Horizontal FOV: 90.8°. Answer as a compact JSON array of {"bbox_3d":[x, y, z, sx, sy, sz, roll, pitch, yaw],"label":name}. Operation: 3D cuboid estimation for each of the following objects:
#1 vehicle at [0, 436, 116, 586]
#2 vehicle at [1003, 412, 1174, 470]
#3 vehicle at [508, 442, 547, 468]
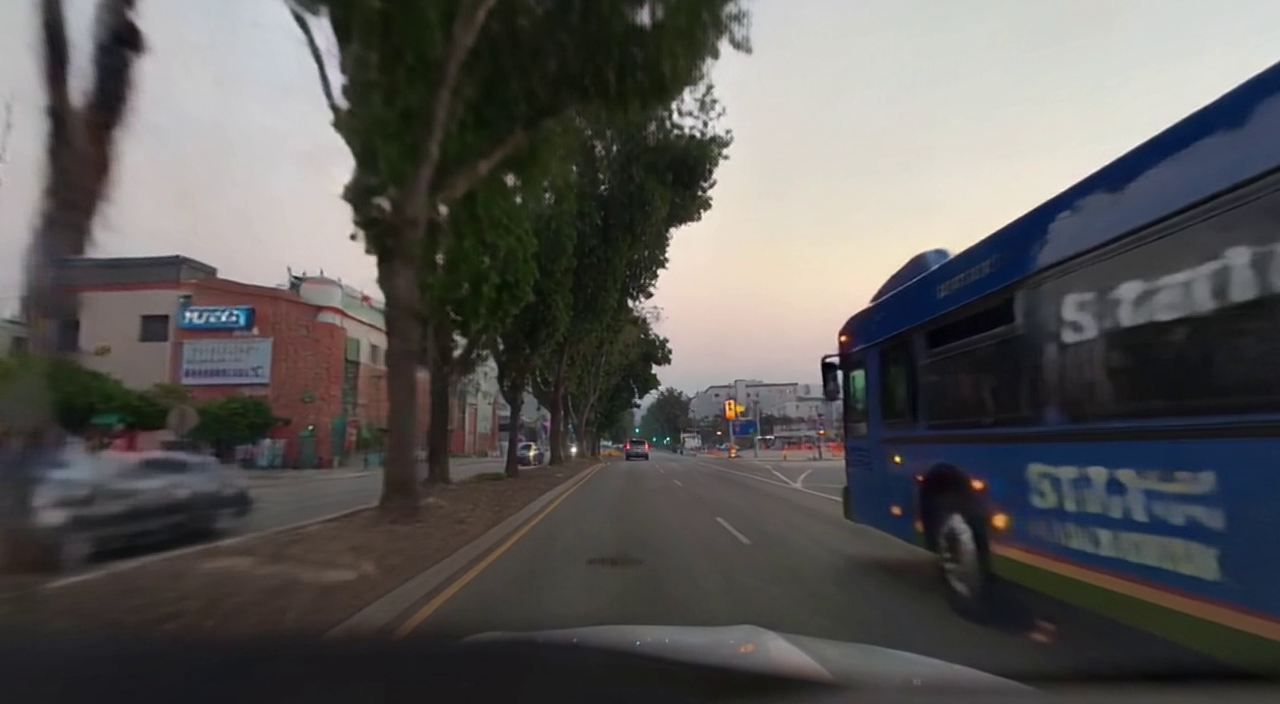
[{"bbox_3d":[-7.363,1.449,5.377,1.999,1.478,4.441,0,-9,-1],"label":"vehicle"},{"bbox_3d":[25.805,5.111,36.445,8.606,3.093,2.803,2,-9,-13],"label":"vehicle"},{"bbox_3d":[-7.876,7.253,44.712,2.008,1.701,4.430,0,-9,-1],"label":"vehicle"}]
